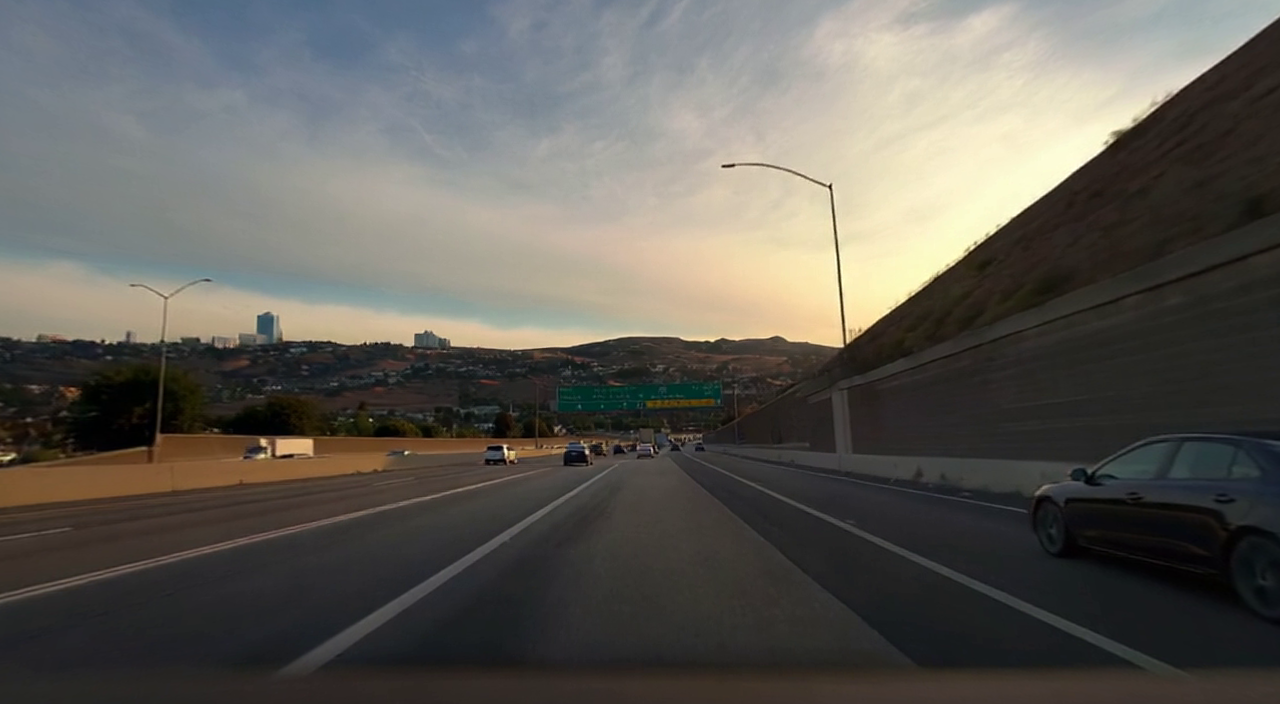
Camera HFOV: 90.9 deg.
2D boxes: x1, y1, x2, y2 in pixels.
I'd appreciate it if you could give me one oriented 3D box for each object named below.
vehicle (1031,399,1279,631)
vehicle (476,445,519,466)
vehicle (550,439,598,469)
[{"bbox_3d":[5.680,1.266,5.206,2.122,1.646,4.491,-1,-8,2],"label":"vehicle"},{"bbox_3d":[-10.661,7.744,47.480,2.015,1.506,4.386,-1,-8,2],"label":"vehicle"},{"bbox_3d":[-4.262,6.649,41.523,2.172,1.824,5.031,-1,-8,5],"label":"vehicle"}]
